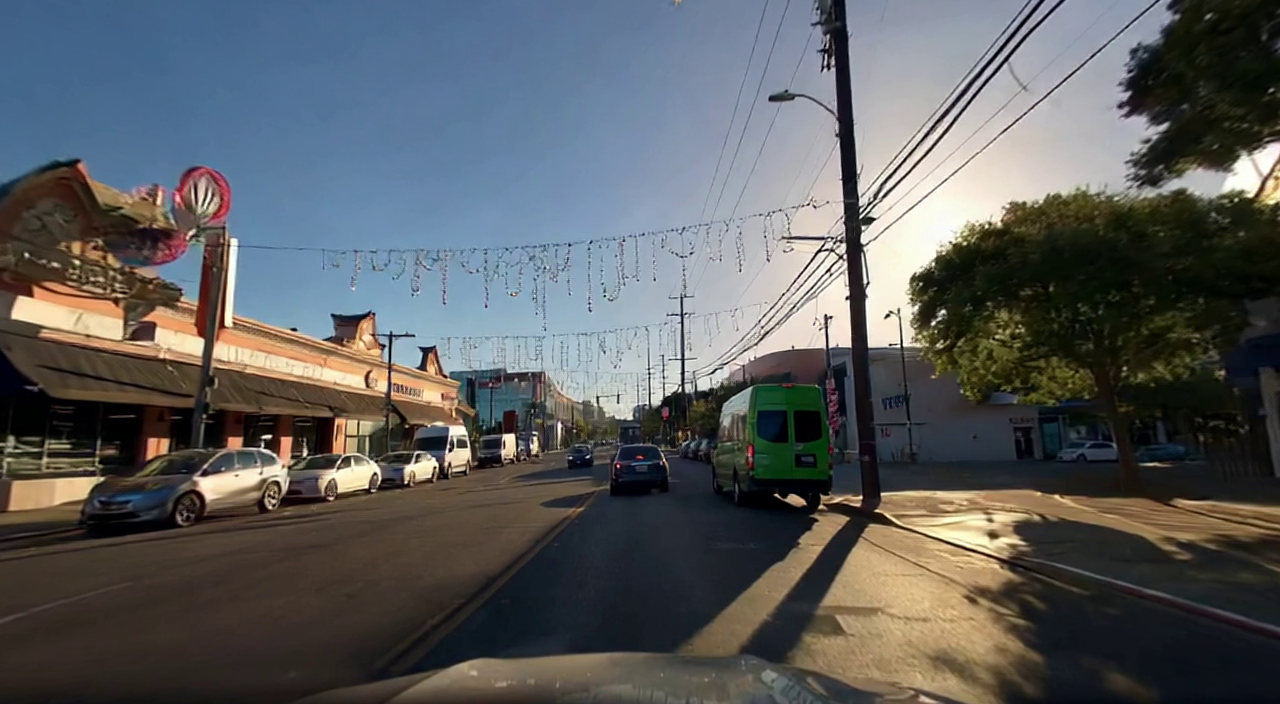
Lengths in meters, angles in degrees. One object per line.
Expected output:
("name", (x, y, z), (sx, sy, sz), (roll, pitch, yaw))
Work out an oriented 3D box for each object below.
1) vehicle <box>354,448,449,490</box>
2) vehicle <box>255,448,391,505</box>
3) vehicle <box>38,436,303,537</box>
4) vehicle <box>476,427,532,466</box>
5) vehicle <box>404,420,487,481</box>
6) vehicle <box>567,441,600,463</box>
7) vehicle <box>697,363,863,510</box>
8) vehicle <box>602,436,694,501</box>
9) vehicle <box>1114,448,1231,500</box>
("vehicle", (-9.402, 4.627, 25.399), (2.063, 1.481, 4.722), (0, -8, -1))
("vehicle", (-9.496, 3.723, 19.409), (1.848, 1.517, 4.452), (0, -8, 0))
("vehicle", (-9.502, 2.714, 13.448), (2.156, 1.745, 4.504), (0, -8, 0))
("vehicle", (-9.687, 6.813, 45.723), (2.964, 2.597, 6.437), (0, -8, -3))
("vehicle", (-9.535, 4.884, 31.596), (2.398, 2.723, 5.816), (0, -8, -1))
("vehicle", (-3.956, 7.056, 44.727), (1.974, 1.484, 4.400), (0, -8, -1))
("vehicle", (3.095, 2.180, 16.082), (2.419, 2.927, 6.907), (0, -8, -2))
("vehicle", (0.205, 3.022, 16.812), (2.112, 1.464, 4.411), (0, -8, 1))
("vehicle", (17.220, 3.895, 20.704), (2.058, 1.478, 4.429), (-5, -10, 29))
